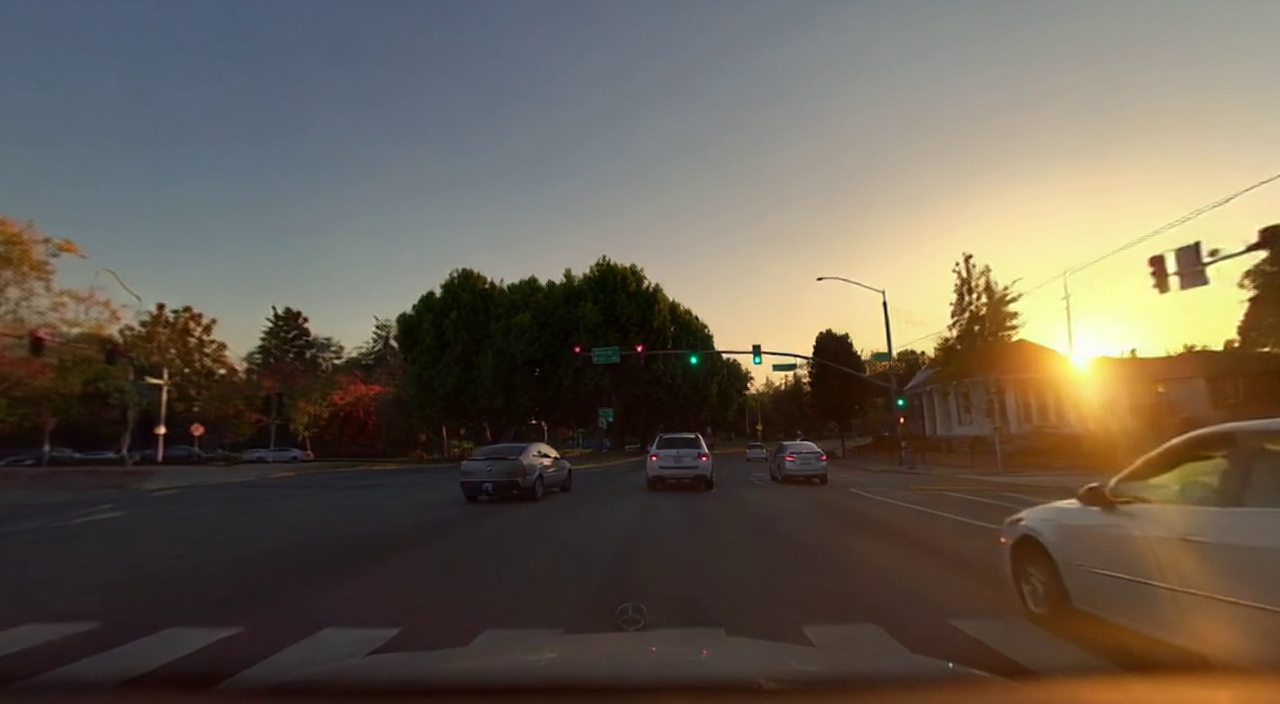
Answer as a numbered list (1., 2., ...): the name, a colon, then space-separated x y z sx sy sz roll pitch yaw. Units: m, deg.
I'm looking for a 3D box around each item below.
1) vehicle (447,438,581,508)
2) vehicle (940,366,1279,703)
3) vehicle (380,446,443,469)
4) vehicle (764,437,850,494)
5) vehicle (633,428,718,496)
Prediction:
1. vehicle: -2.906 2.921 15.763 2.006 1.464 4.586 -1 -9 6
2. vehicle: 3.663 0.975 3.167 2.106 1.636 4.655 0 -9 2
3. vehicle: -15.191 7.007 42.142 1.869 1.449 4.417 -2 -9 11
4. vehicle: 4.909 3.369 19.050 1.859 1.540 3.454 -1 -9 4
5. vehicle: 1.152 3.275 19.076 2.250 1.768 4.574 -1 -9 6
